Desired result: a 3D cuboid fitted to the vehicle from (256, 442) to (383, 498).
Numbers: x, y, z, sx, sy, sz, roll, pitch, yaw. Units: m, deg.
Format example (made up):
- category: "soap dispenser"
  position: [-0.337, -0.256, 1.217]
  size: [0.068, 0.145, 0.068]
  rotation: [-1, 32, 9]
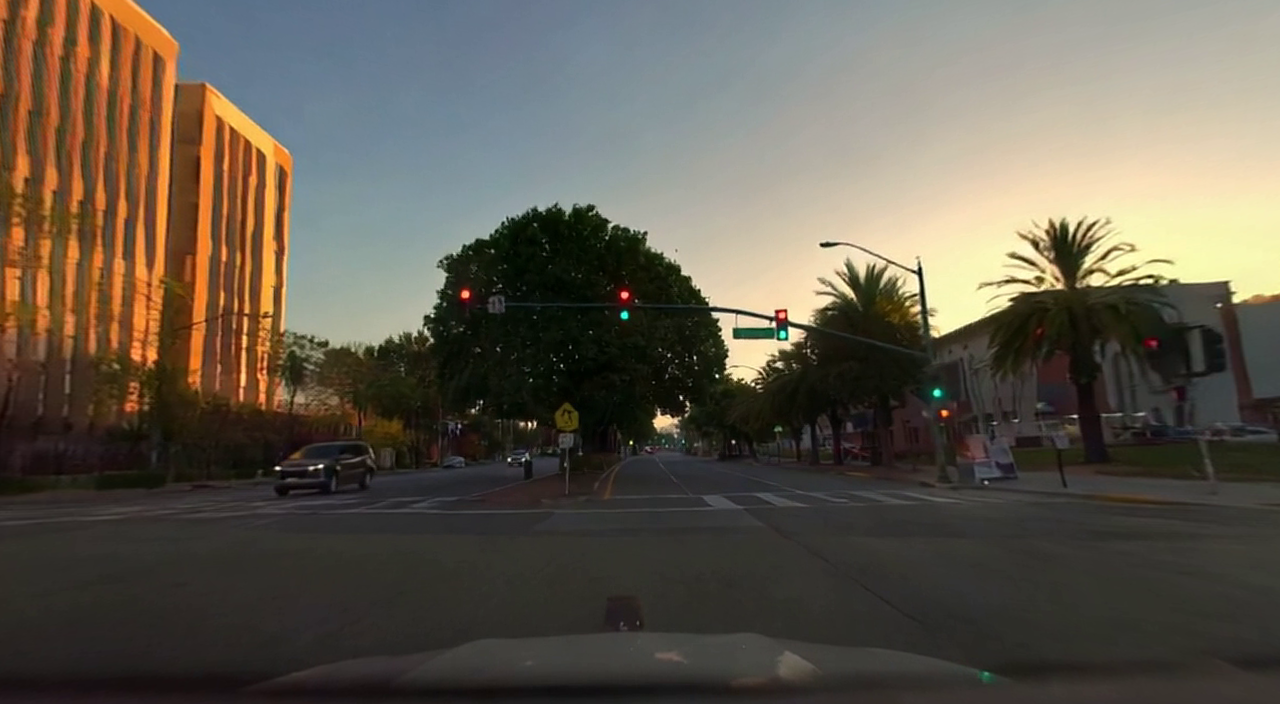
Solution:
- category: "vehicle"
  position: [-12.891, 4.742, 26.002]
  size: [2.268, 2.016, 5.632]
  rotation: [0, -9, 0]
